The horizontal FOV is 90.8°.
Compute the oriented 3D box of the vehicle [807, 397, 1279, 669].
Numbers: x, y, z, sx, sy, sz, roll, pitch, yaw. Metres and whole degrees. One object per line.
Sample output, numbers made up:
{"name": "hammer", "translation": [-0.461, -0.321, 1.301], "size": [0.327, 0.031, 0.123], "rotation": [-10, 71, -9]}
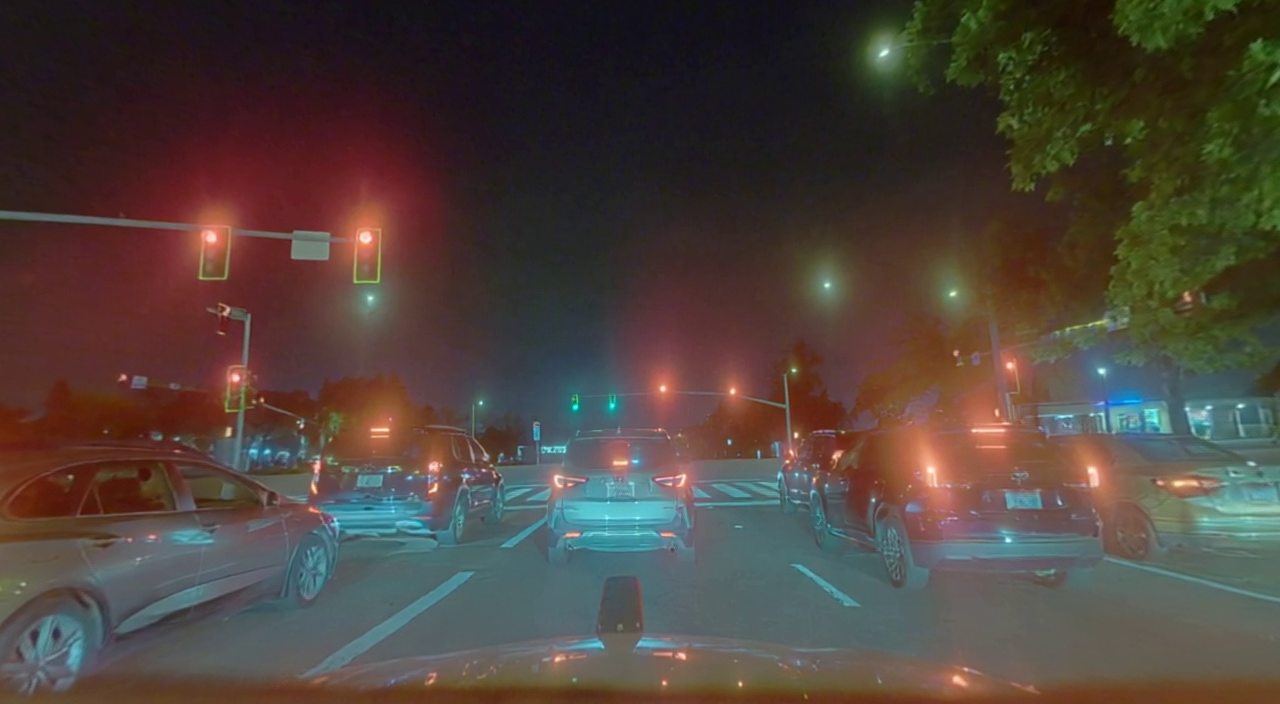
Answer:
{"name": "vehicle", "translation": [3.231, 1.444, 6.193], "size": [2.006, 1.659, 4.462], "rotation": [0, -8, 1]}

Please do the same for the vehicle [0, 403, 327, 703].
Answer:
{"name": "vehicle", "translation": [-3.347, 0.947, 2.365], "size": [1.863, 1.495, 4.667], "rotation": [0, -8, 2]}

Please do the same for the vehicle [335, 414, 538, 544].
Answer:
{"name": "vehicle", "translation": [-3.221, 2.119, 11.165], "size": [2.048, 1.805, 4.405], "rotation": [0, -8, 1]}

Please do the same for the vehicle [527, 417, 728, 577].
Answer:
{"name": "vehicle", "translation": [-0.097, 1.799, 8.551], "size": [2.106, 1.655, 3.717], "rotation": [0, -8, 1]}
